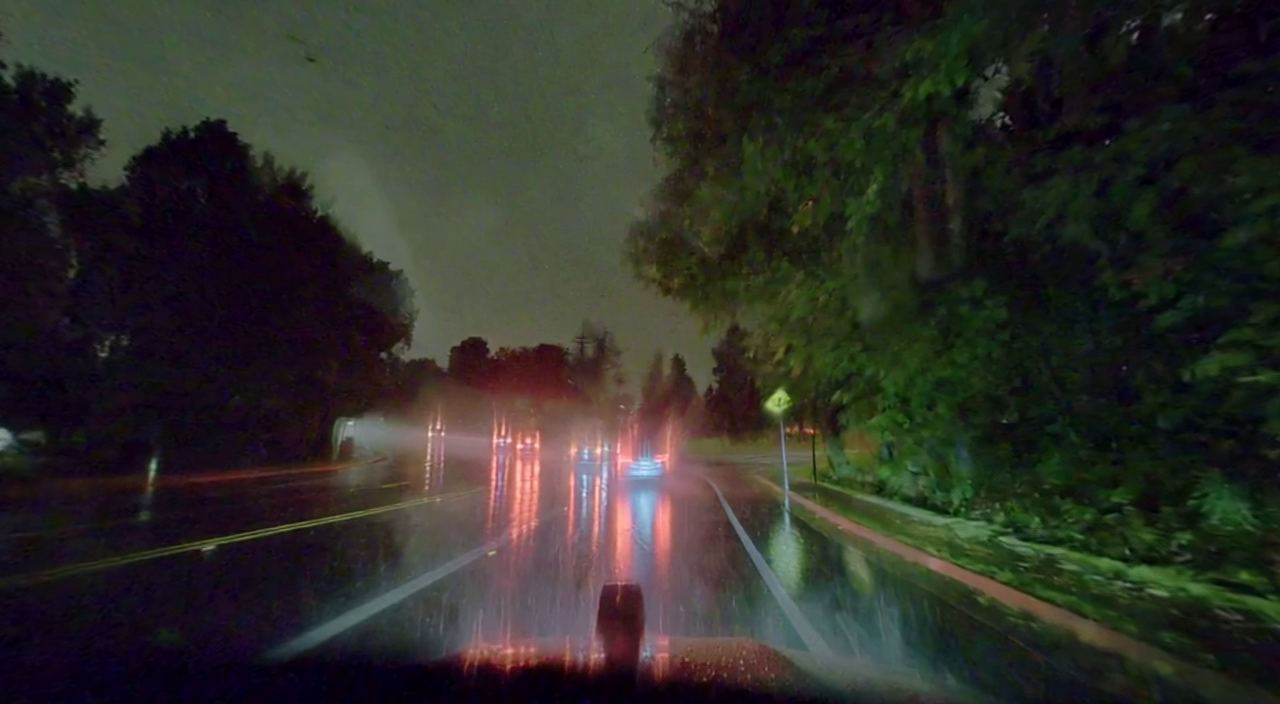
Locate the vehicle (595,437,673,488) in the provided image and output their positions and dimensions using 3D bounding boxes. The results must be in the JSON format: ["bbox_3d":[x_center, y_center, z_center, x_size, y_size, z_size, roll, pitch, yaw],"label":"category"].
[{"bbox_3d":[-0.251,3.568,20.649,2.296,1.510,4.068,0,-8,-2],"label":"vehicle"}]

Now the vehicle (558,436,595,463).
[{"bbox_3d":[-3.773,5.763,37.276,2.080,1.530,3.719,1,-9,-6],"label":"vehicle"}]
